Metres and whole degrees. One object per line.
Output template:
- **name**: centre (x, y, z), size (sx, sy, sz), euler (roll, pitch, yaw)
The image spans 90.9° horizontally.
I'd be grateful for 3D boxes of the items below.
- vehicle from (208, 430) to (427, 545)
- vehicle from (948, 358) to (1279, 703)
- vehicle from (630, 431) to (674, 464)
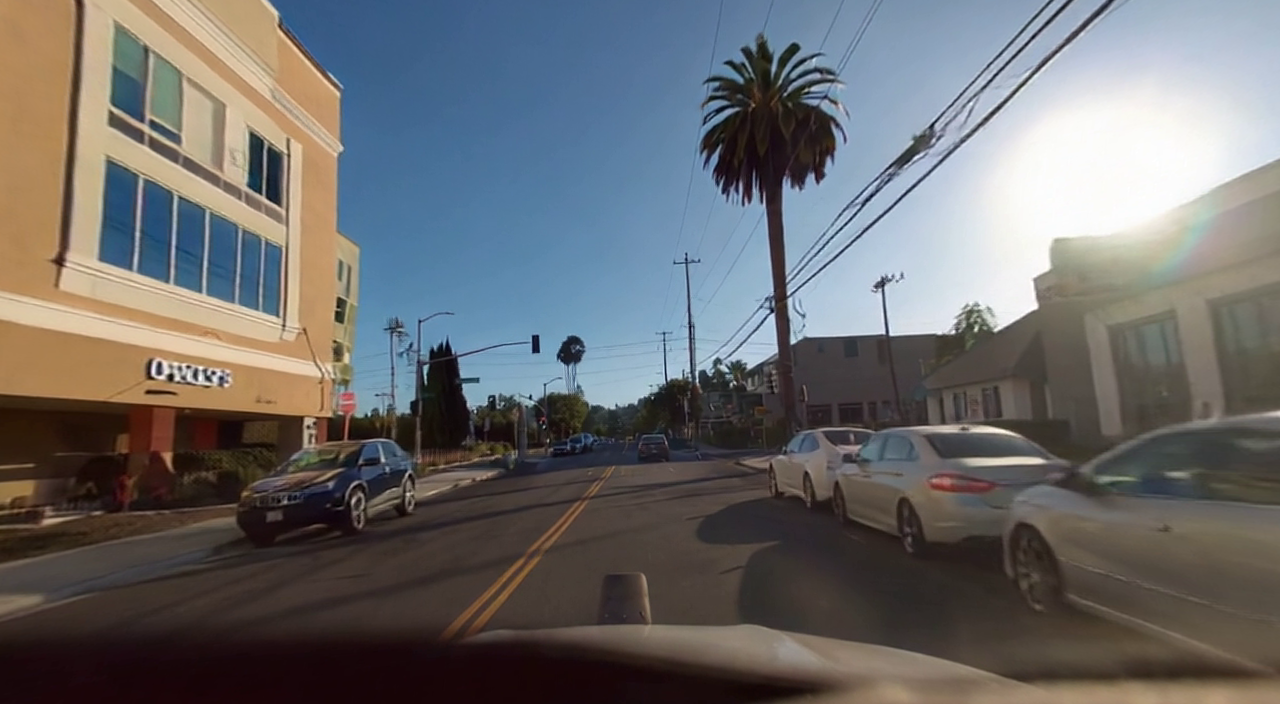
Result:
- **vehicle**: centre (-6.191, 2.612, 12.982), size (2.126, 1.864, 4.831), euler (0, -8, -3)
- **vehicle**: centre (3.578, 0.900, 3.011), size (1.948, 1.607, 4.873), euler (-1, -8, 3)
- **vehicle**: centre (0.542, 4.884, 32.296), size (2.125, 1.524, 4.404), euler (0, -8, -1)
